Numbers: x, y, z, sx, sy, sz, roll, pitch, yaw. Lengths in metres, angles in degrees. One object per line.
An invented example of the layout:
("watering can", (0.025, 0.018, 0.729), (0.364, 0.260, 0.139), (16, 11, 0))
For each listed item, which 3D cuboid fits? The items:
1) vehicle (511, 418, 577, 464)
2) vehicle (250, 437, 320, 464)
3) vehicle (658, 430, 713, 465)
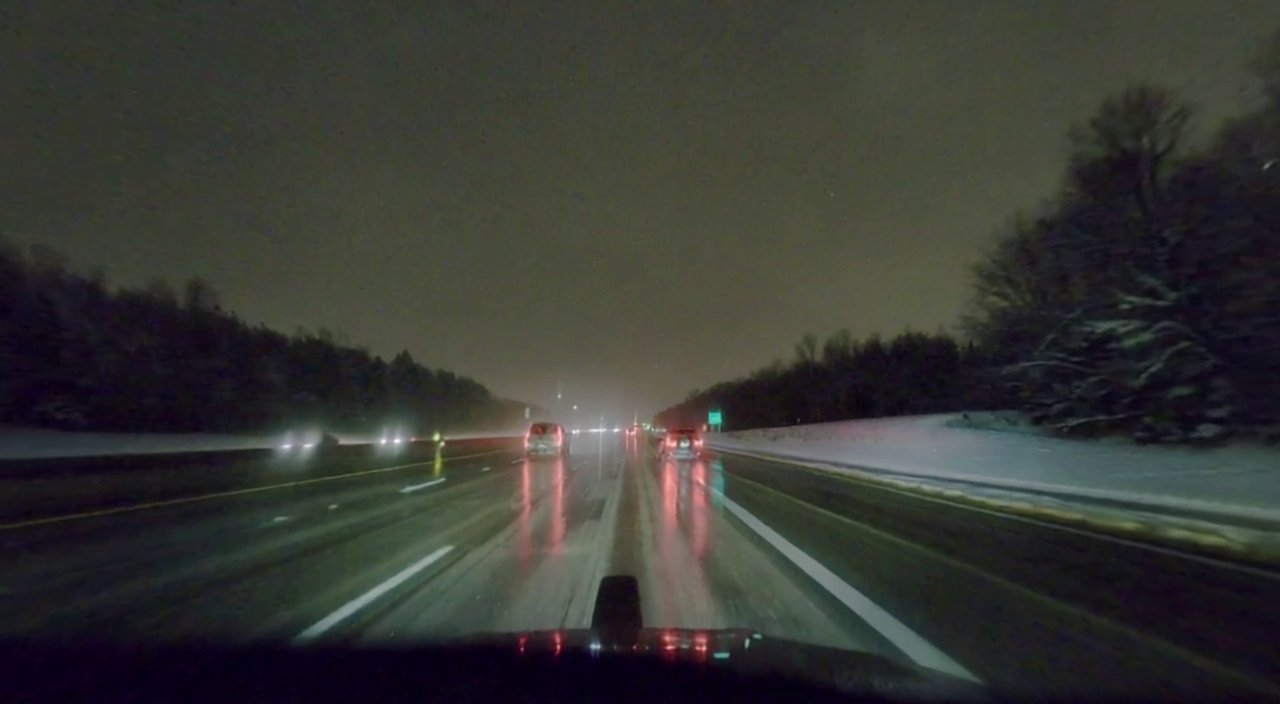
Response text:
("vehicle", (-4.280, 4.066, 28.874), (2.251, 1.938, 4.708), (0, -8, 0))
("vehicle", (-20.200, 5.614, 35.993), (1.760, 1.466, 3.848), (0, -8, 0))
("vehicle", (1.974, 4.288, 28.389), (1.948, 1.470, 3.913), (0, -8, -3))
